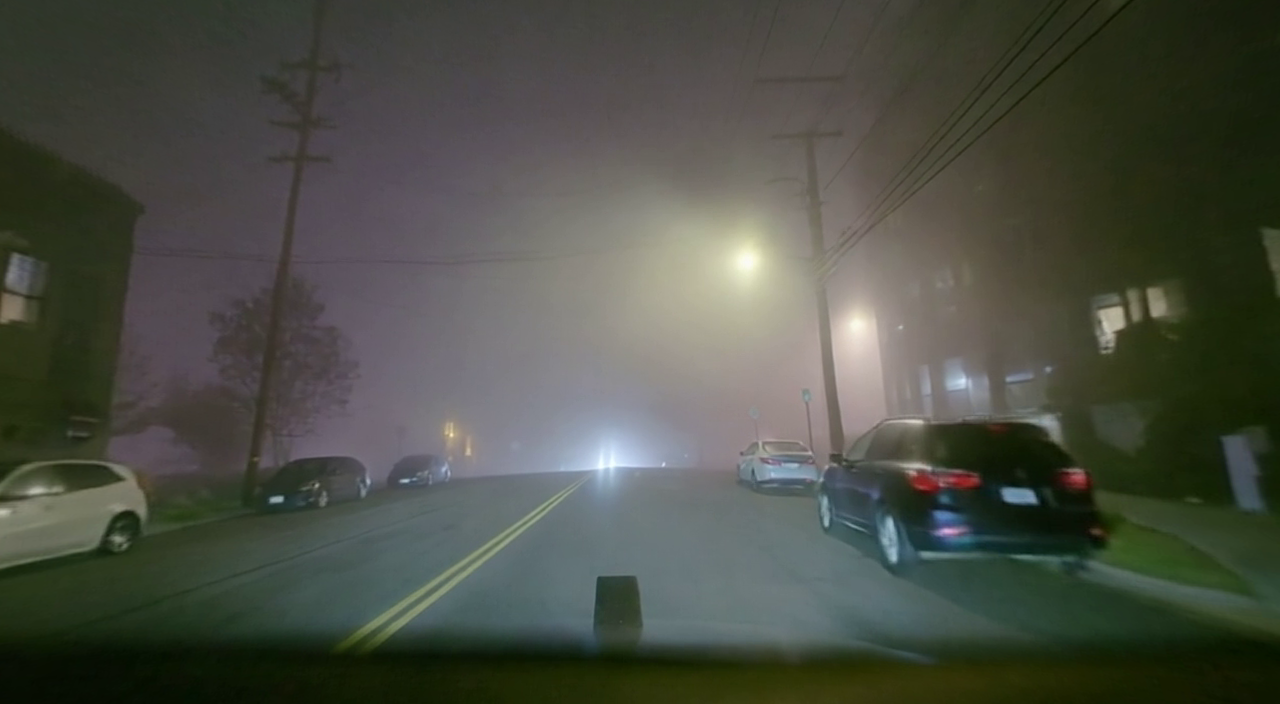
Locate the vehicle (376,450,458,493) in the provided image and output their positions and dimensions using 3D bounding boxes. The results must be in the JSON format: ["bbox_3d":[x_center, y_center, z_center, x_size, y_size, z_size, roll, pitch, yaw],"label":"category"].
[{"bbox_3d":[-9.437,5.040,27.115,2.000,1.495,4.687,-3,-8,-3],"label":"vehicle"}]

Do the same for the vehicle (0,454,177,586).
[{"bbox_3d":[-9.298,2.387,9.116,2.051,1.657,4.322,-3,-9,-2],"label":"vehicle"}]

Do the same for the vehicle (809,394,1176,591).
[{"bbox_3d":[3.739,1.581,7.888,2.155,1.747,4.311,-1,-8,2],"label":"vehicle"}]

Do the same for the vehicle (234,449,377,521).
[{"bbox_3d":[-9.384,3.701,18.135,1.884,1.526,4.061,-5,-7,1],"label":"vehicle"}]

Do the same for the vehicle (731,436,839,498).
[{"bbox_3d":[3.840,3.130,17.636,1.946,1.468,4.721,0,-8,0],"label":"vehicle"}]
